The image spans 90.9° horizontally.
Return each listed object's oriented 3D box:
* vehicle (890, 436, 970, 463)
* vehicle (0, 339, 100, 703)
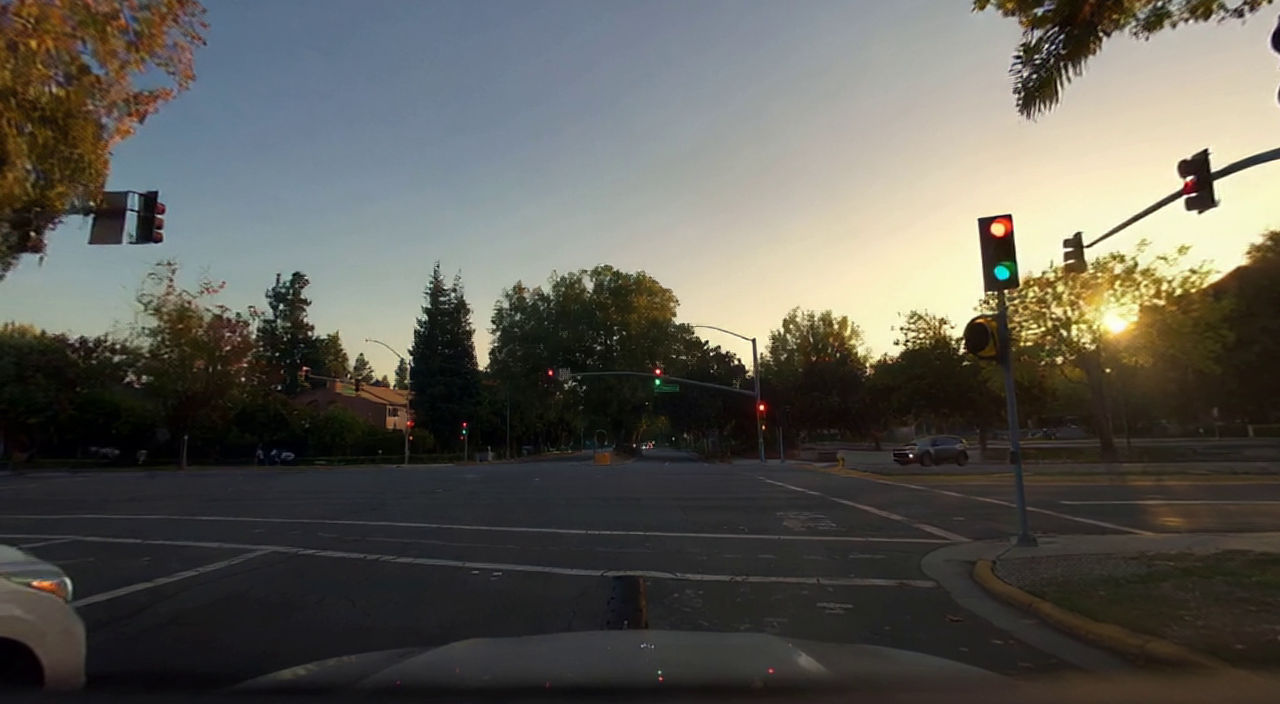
[{"bbox_3d":[16.274,5.499,35.533,3.952,1.468,1.768,-4,-9,22],"label":"vehicle"},{"bbox_3d":[-3.266,0.533,0.407,1.954,1.689,4.347,0,-8,0],"label":"vehicle"}]
